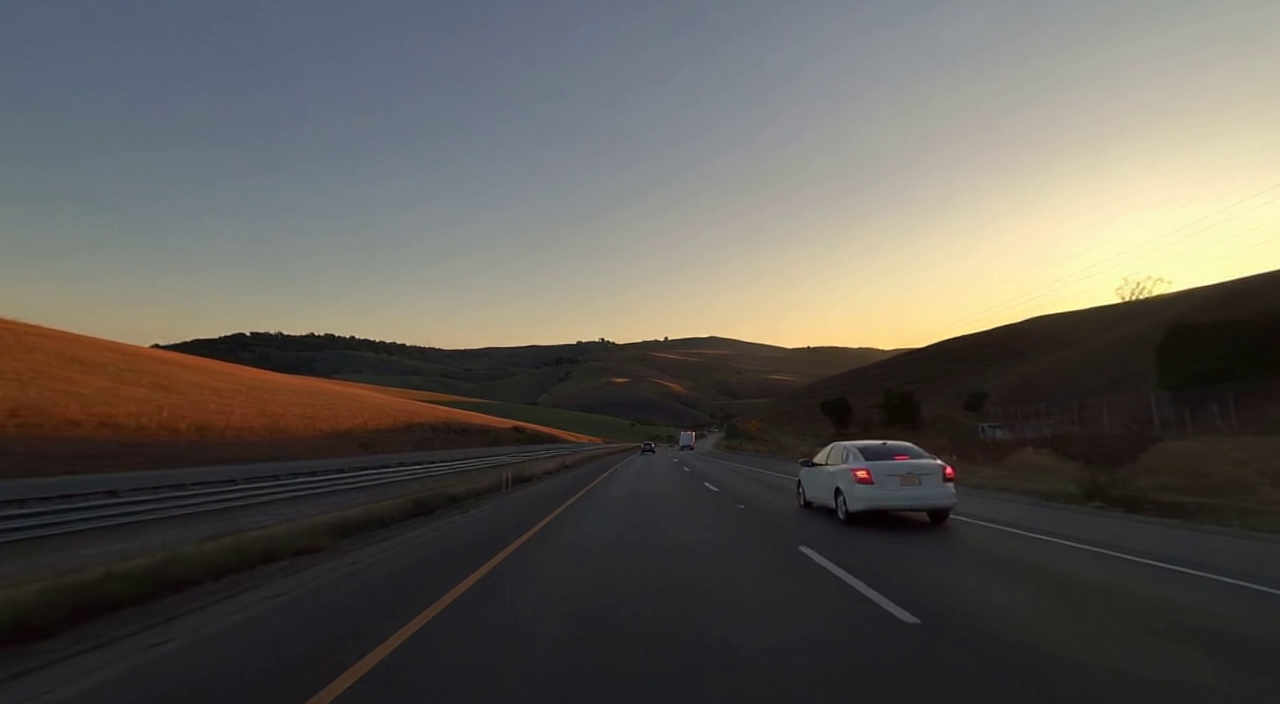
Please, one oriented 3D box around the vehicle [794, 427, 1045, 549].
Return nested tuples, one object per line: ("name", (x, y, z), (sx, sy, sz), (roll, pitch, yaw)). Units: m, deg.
("vehicle", (4.097, 2.056, 10.317), (1.960, 1.516, 4.657), (0, -8, 0))
